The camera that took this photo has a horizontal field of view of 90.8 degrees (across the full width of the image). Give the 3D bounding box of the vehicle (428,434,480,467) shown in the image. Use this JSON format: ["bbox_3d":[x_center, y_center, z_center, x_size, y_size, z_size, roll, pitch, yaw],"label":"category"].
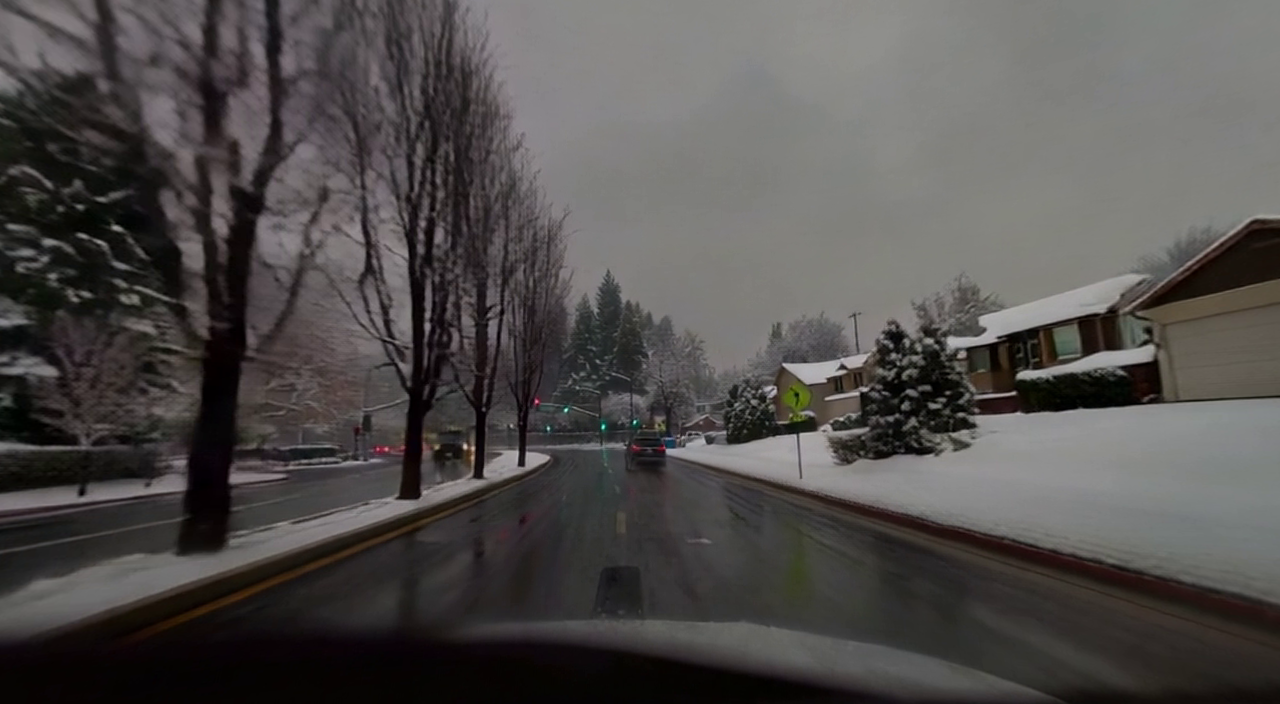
[{"bbox_3d":[-11.983,6.386,41.116,2.334,2.022,5.653,1,-8,-7],"label":"vehicle"}]

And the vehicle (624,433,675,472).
[{"bbox_3d":[0.386,4.781,30.266,1.990,1.707,4.225,0,-8,-5],"label":"vehicle"}]
